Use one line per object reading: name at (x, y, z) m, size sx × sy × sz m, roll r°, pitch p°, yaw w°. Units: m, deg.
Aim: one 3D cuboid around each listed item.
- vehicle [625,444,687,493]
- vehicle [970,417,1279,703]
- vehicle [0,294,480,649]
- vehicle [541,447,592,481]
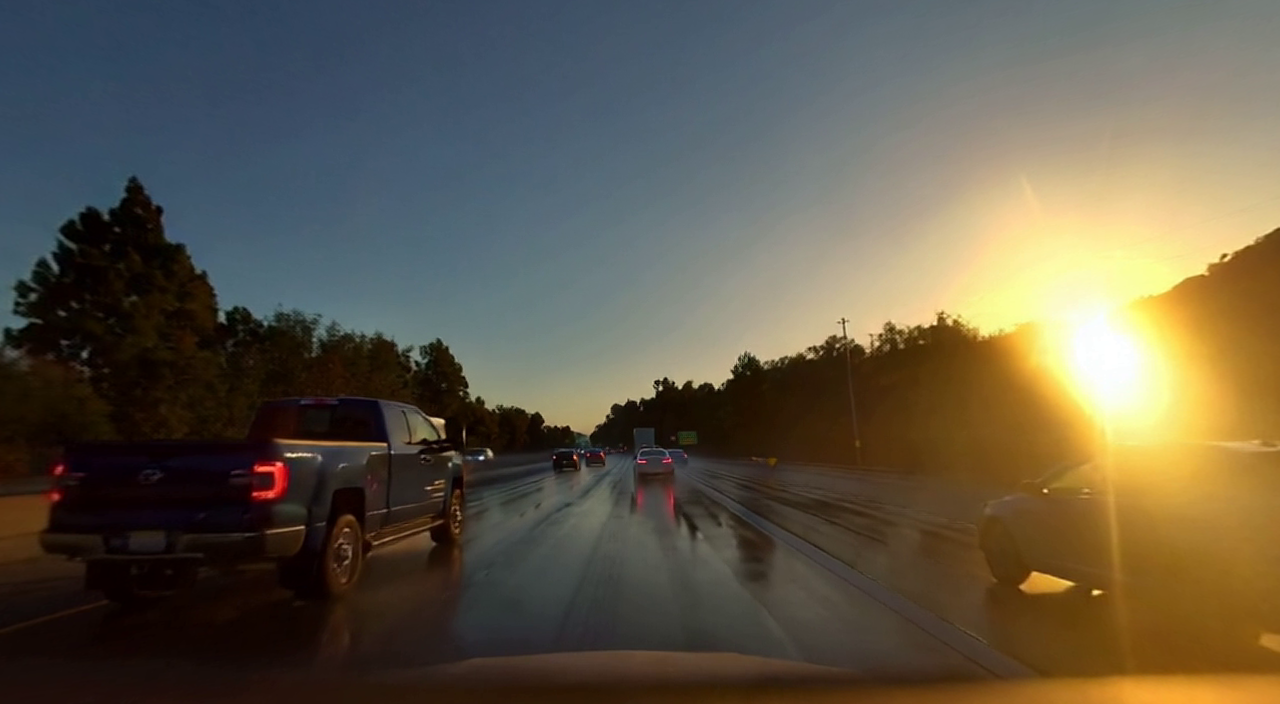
vehicle at (0.492, 4.095, 22.339) m, size 2.015 × 1.526 × 4.286 m, roll 0°, pitch -9°, yaw -1°
vehicle at (4.331, 1.242, 4.242) m, size 1.961 × 1.491 × 4.035 m, roll 0°, pitch -9°, yaw 0°
vehicle at (-3.951, 1.255, 7.397) m, size 2.523 × 2.458 × 6.022 m, roll 0°, pitch -9°, yaw 0°
vehicle at (-3.535, 5.452, 30.783) m, size 1.940 × 1.502 × 4.463 m, roll 0°, pitch -9°, yaw 0°
